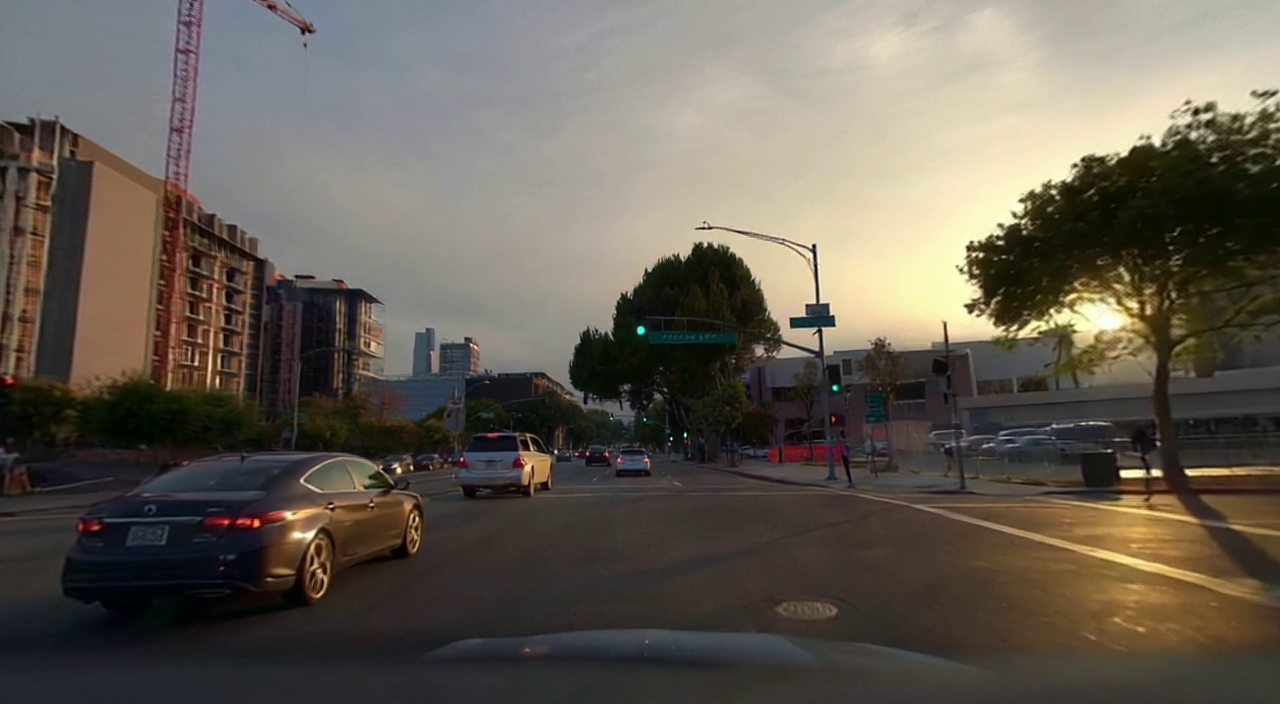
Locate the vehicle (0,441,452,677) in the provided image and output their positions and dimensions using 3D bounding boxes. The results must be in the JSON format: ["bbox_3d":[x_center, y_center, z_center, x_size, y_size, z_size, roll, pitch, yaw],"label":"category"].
[{"bbox_3d":[-3.501,1.597,6.134,1.959,1.406,4.527,0,-9,0],"label":"vehicle"}]

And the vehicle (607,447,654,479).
[{"bbox_3d":[-0.476,5.382,30.833,2.171,1.422,4.146,0,-9,-1],"label":"vehicle"}]

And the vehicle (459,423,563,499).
[{"bbox_3d":[-3.852,3.359,19.772,2.240,2.054,4.662,0,-9,1],"label":"vehicle"}]
